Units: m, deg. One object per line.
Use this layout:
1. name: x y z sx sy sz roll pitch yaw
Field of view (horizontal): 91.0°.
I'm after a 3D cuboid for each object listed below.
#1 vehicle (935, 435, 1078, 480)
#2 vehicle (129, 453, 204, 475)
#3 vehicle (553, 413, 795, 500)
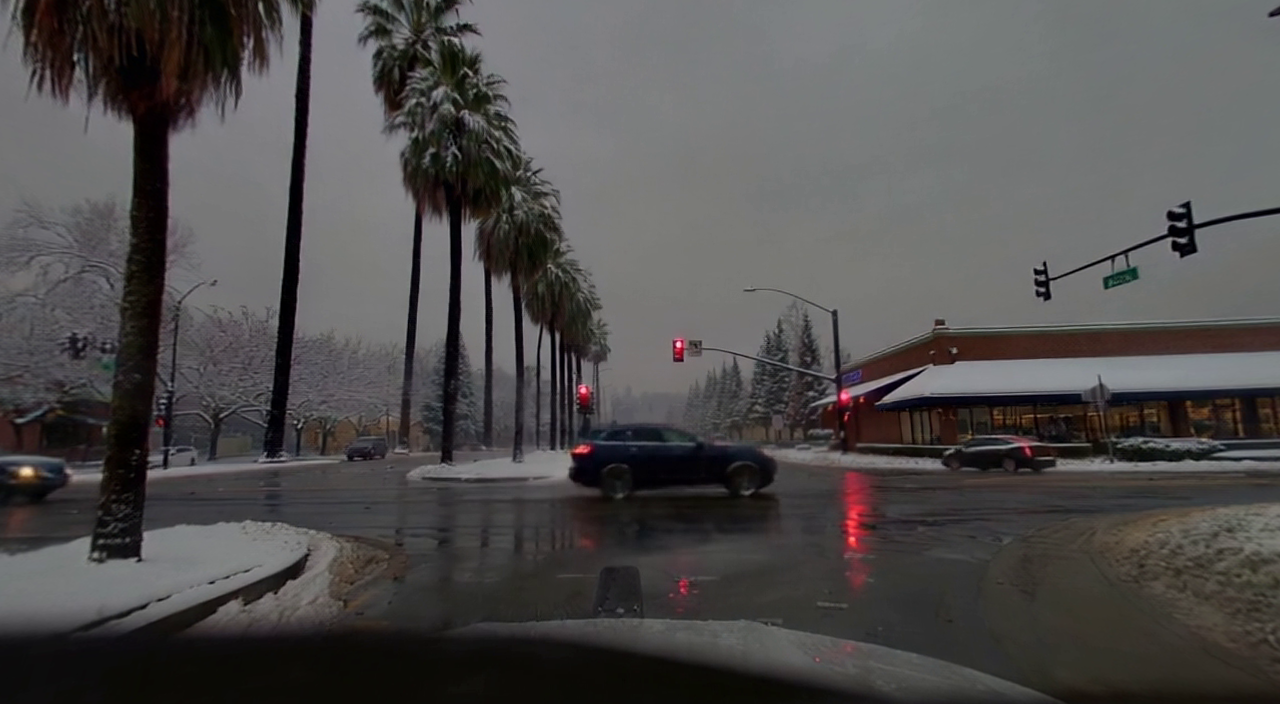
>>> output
1. vehicle: 14.979 4.339 26.083 4.722 1.717 2.000 -3 -9 19
2. vehicle: -37.258 8.816 49.674 2.160 1.565 4.868 0 -9 -1
3. vehicle: 0.741 2.592 15.790 5.619 1.951 2.321 1 -8 -4
